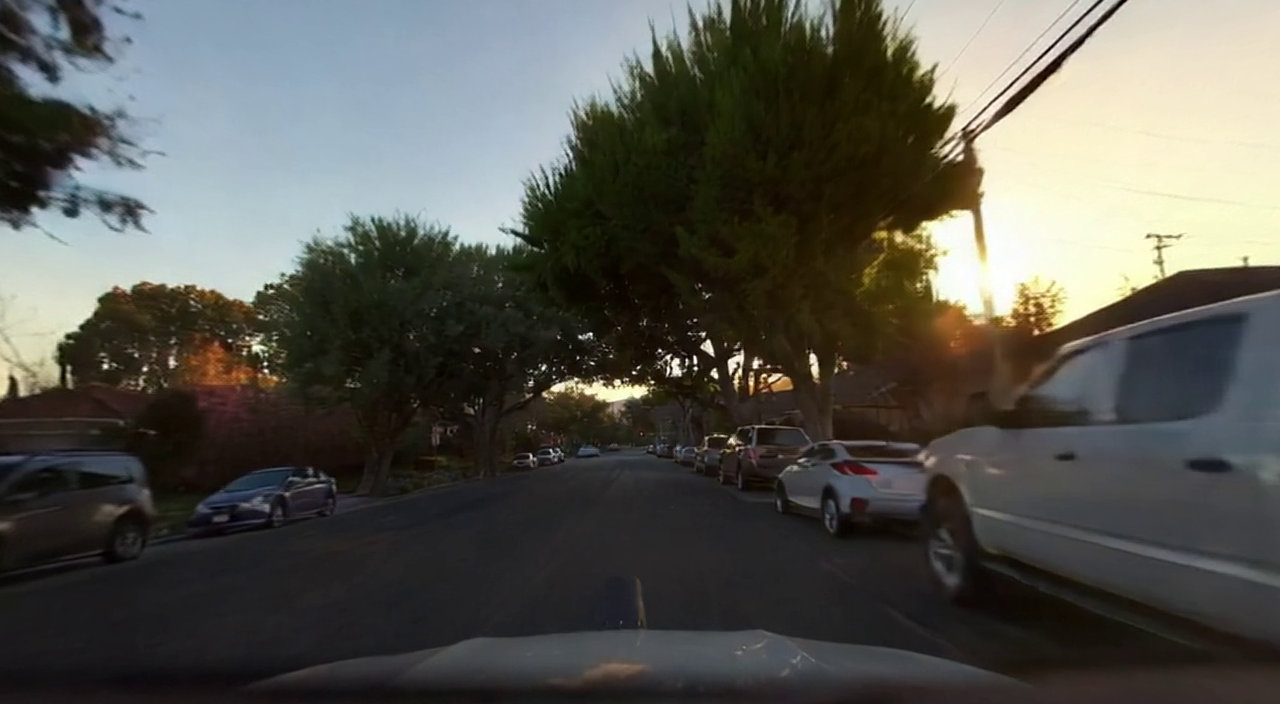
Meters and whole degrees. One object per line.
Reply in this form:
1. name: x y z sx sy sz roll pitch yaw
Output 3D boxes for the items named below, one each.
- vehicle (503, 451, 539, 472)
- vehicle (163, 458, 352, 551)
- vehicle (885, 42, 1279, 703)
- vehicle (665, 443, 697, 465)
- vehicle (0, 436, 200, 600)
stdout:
1. vehicle: -8.730 8.051 46.559 1.937 1.427 4.510 0 -9 -2
2. vehicle: -8.456 3.329 14.448 1.839 1.384 4.124 -7 -7 -2
3. vehicle: 3.067 0.406 2.840 2.233 2.453 3.787 0 -9 -2
4. vehicle: 2.964 7.455 46.493 1.927 1.529 4.144 0 -9 -3
5. vehicle: -8.477 2.155 8.324 2.163 1.841 4.679 -6 -7 -2
